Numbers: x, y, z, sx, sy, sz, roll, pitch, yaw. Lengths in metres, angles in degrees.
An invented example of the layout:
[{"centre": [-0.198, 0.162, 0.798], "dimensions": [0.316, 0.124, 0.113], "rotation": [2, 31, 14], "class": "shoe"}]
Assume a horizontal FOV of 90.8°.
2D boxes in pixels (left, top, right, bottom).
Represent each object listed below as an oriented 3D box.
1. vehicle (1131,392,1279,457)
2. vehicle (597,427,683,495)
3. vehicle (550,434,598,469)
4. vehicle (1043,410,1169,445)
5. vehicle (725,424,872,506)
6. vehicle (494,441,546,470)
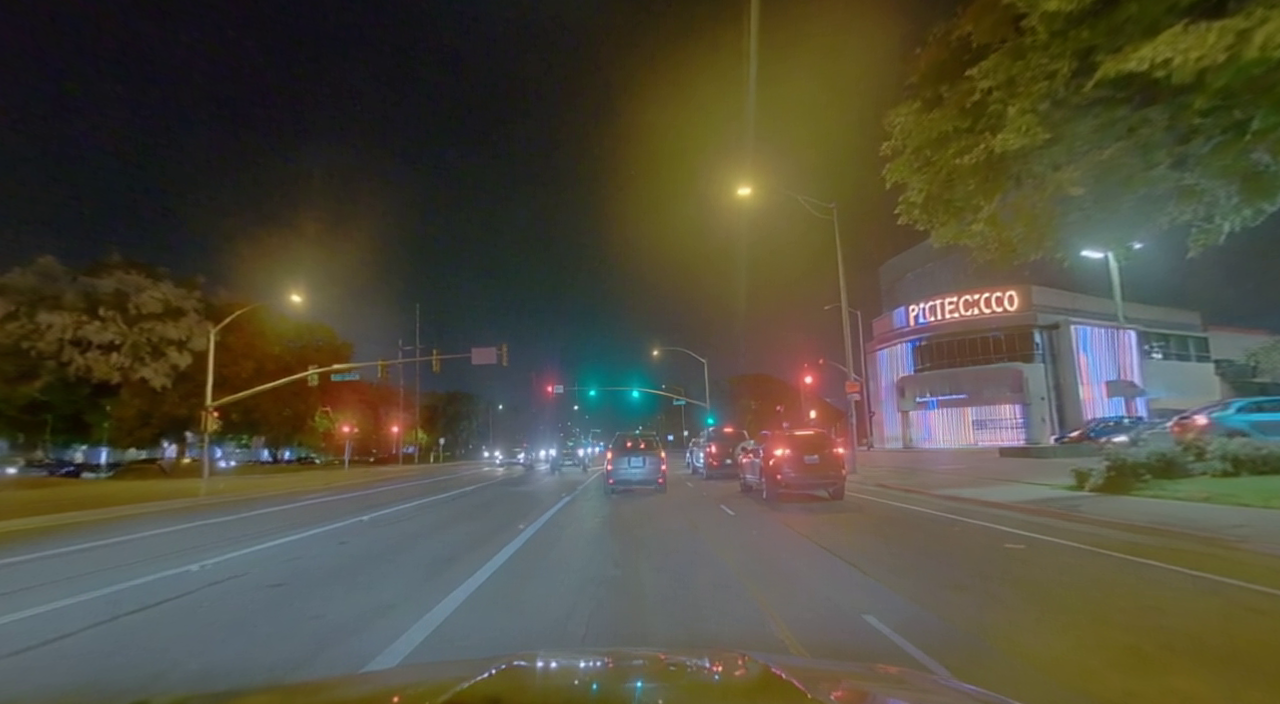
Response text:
[{"centre": [15.438, 1.851, 15.956], "dimensions": [4.344, 1.512, 1.936], "rotation": [-1, -9, 3], "class": "vehicle"}, {"centre": [-0.091, 3.037, 17.951], "dimensions": [2.146, 1.685, 4.003], "rotation": [0, -9, -2], "class": "vehicle"}, {"centre": [-3.514, 5.380, 34.331], "dimensions": [2.106, 1.778, 4.444], "rotation": [0, -9, 0], "class": "vehicle"}, {"centre": [23.905, 3.907, 32.541], "dimensions": [4.854, 1.712, 2.017], "rotation": [0, -9, -1], "class": "vehicle"}, {"centre": [3.570, 2.654, 15.256], "dimensions": [2.198, 1.660, 4.512], "rotation": [0, -9, -2], "class": "vehicle"}, {"centre": [-6.585, 5.692, 35.028], "dimensions": [1.954, 1.473, 4.350], "rotation": [0, -9, 1], "class": "vehicle"}]
